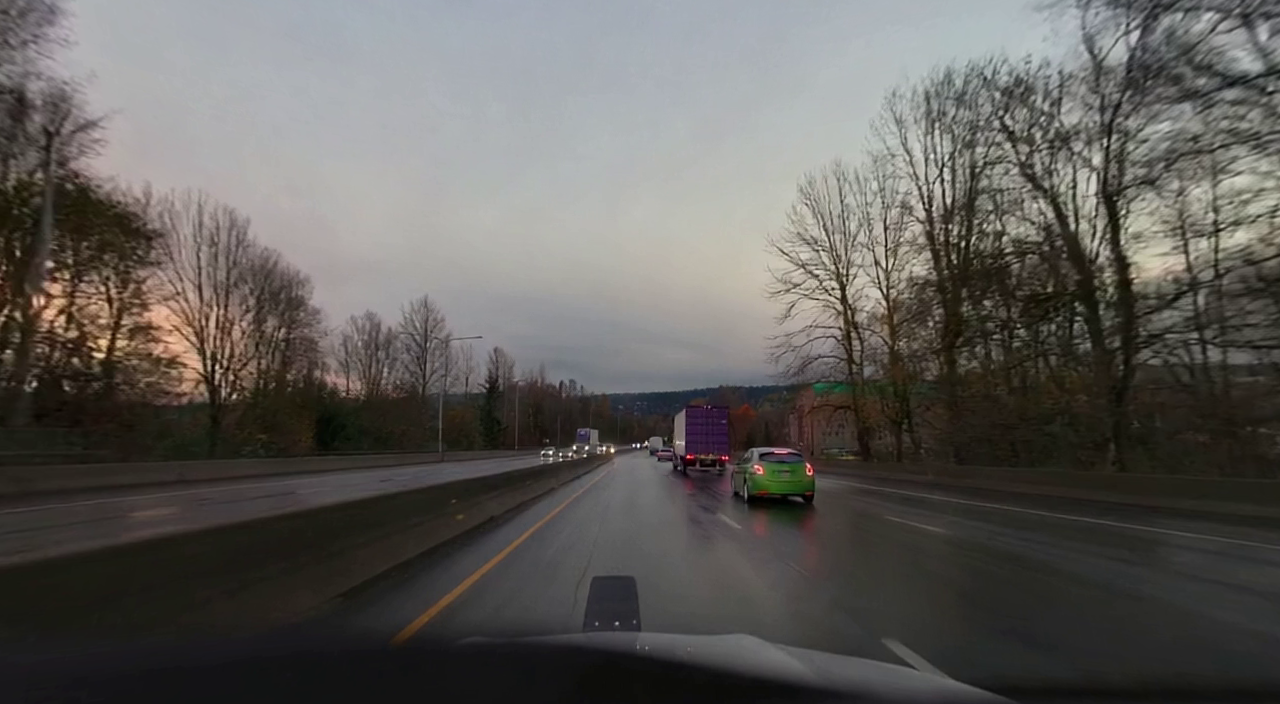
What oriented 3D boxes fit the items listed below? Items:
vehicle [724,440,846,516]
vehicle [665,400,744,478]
[{"bbox_3d":[3.300,2.932,15.114,1.971,1.558,3.834,0,-9,-1],"label":"vehicle"},{"bbox_3d":[3.285,5.157,36.568,2.916,3.563,14.462,0,-9,-1],"label":"vehicle"}]
